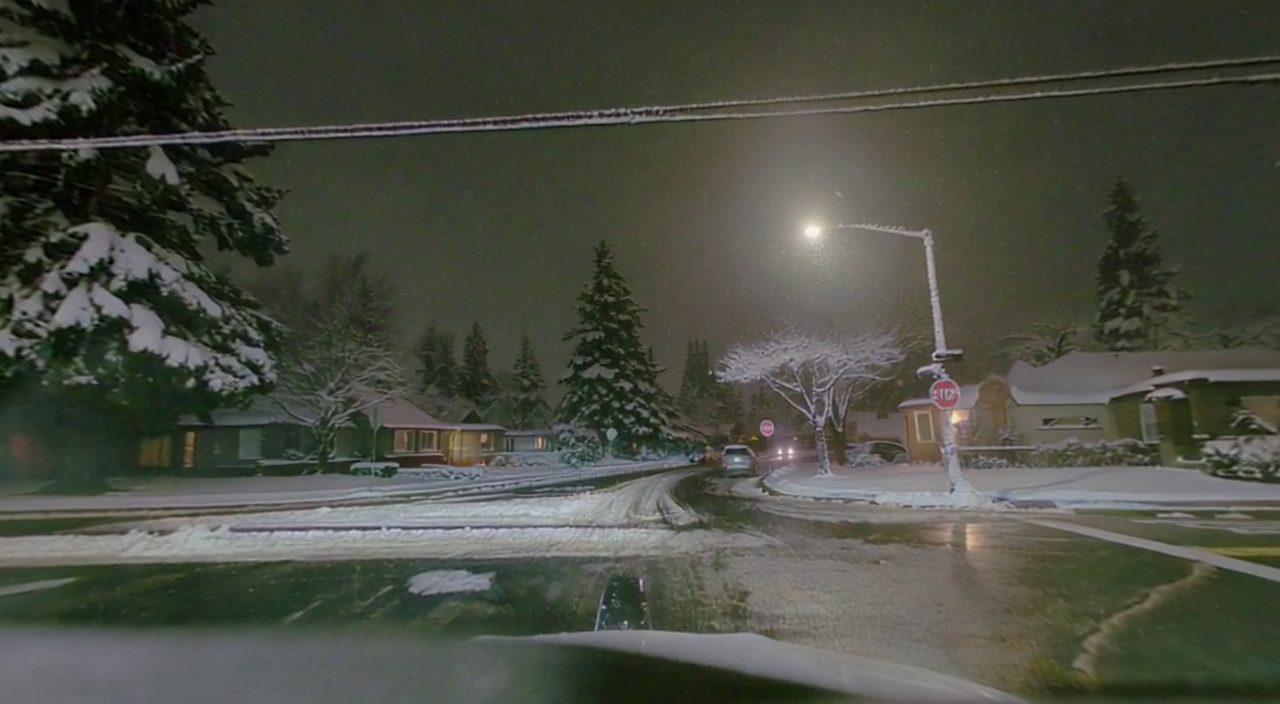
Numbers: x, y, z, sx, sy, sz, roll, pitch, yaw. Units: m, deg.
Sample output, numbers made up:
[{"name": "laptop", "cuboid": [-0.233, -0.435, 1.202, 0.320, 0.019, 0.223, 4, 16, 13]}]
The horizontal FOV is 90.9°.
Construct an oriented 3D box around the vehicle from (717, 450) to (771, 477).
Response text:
[{"name": "vehicle", "cuboid": [7.119, 7.460, 42.603, 2.692, 1.649, 4.689, -3, -9, 20]}]
